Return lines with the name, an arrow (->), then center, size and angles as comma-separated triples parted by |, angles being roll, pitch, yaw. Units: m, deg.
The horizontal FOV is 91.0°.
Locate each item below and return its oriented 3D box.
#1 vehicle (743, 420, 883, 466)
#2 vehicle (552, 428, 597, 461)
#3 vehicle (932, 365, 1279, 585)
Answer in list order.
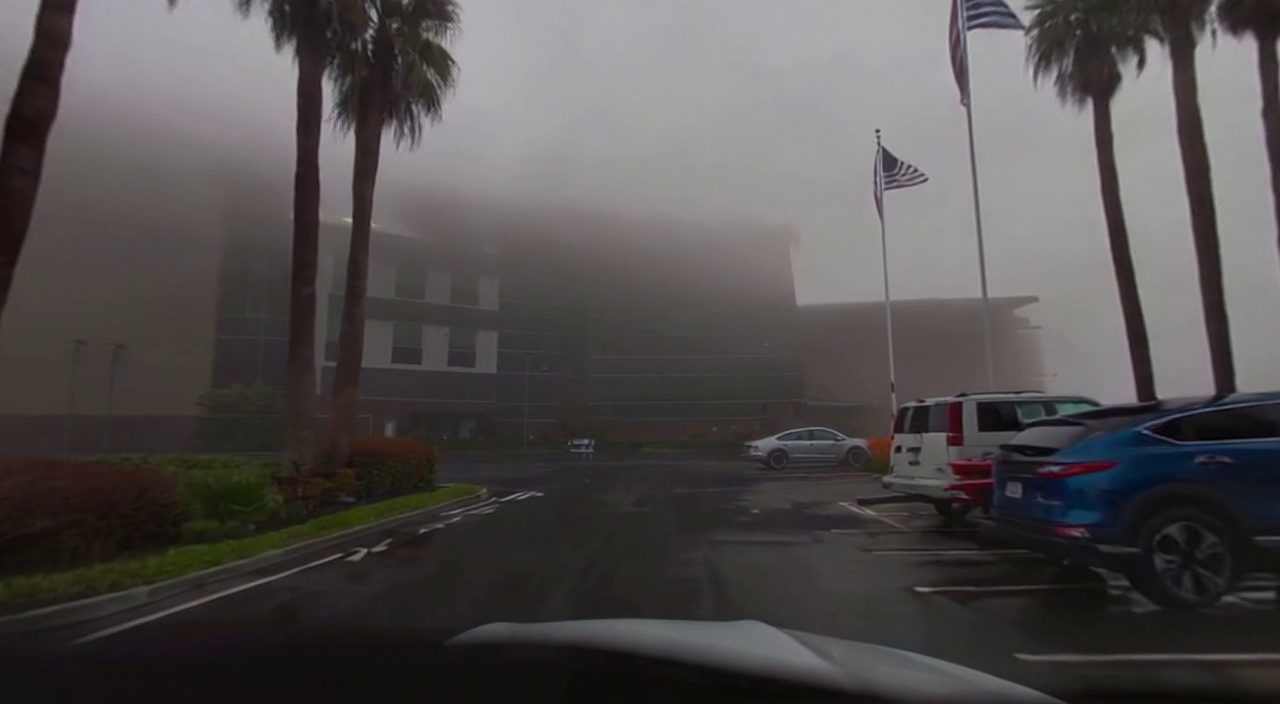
vehicle -> 6.958, 3.763, 25.856 | 5.254, 1.793, 1.998 | -1, -9, 8
vehicle -> -4.143, 5.881, 40.308 | 1.943, 1.890, 4.472 | 1, -7, 6
vehicle -> 5.541, 1.097, 5.934 | 4.567, 1.723, 1.926 | -1, -9, 4
